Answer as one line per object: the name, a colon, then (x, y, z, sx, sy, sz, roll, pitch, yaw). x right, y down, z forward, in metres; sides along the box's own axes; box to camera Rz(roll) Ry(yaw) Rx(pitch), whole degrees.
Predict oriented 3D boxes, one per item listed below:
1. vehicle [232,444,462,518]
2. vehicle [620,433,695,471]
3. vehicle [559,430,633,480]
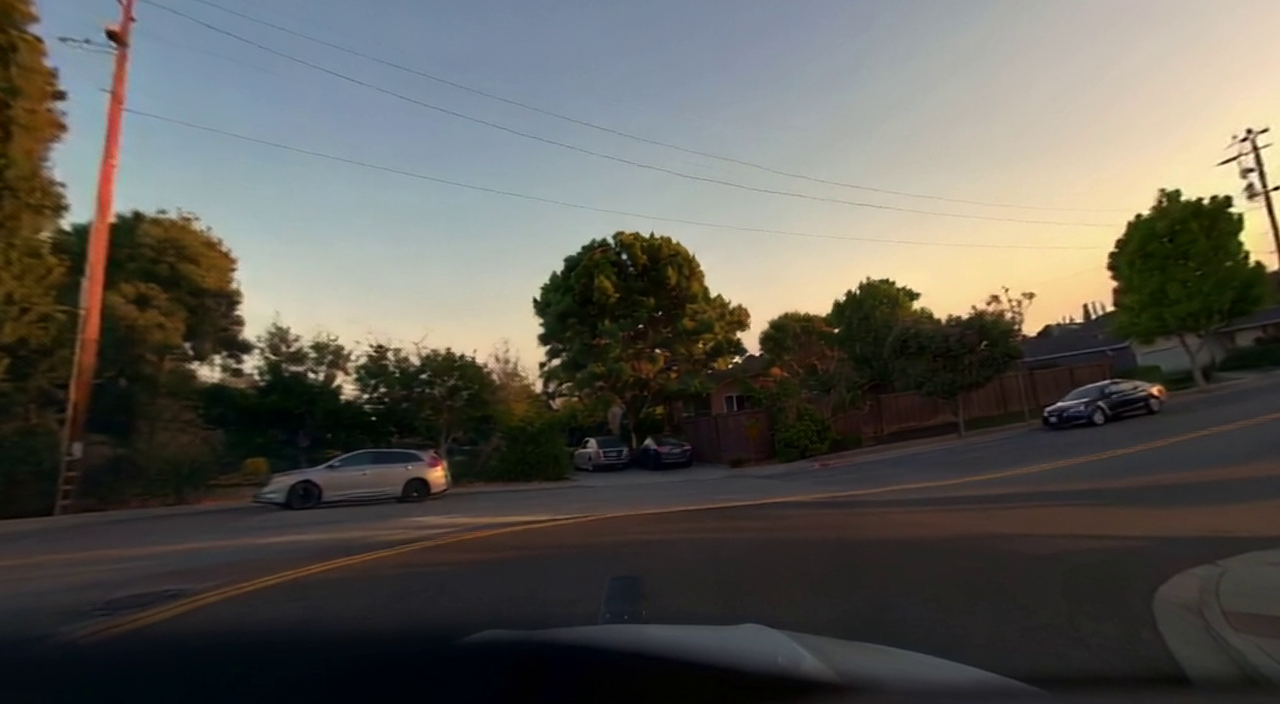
vehicle: (-7.041, 3.087, 15.430, 4.696, 1.534, 1.912, 7, -12, -36)
vehicle: (0.756, 5.089, 31.796, 2.216, 1.728, 5.118, 3, -10, -17)
vehicle: (-2.330, 5.062, 31.434, 2.413, 1.838, 4.977, 5, -4, -18)
